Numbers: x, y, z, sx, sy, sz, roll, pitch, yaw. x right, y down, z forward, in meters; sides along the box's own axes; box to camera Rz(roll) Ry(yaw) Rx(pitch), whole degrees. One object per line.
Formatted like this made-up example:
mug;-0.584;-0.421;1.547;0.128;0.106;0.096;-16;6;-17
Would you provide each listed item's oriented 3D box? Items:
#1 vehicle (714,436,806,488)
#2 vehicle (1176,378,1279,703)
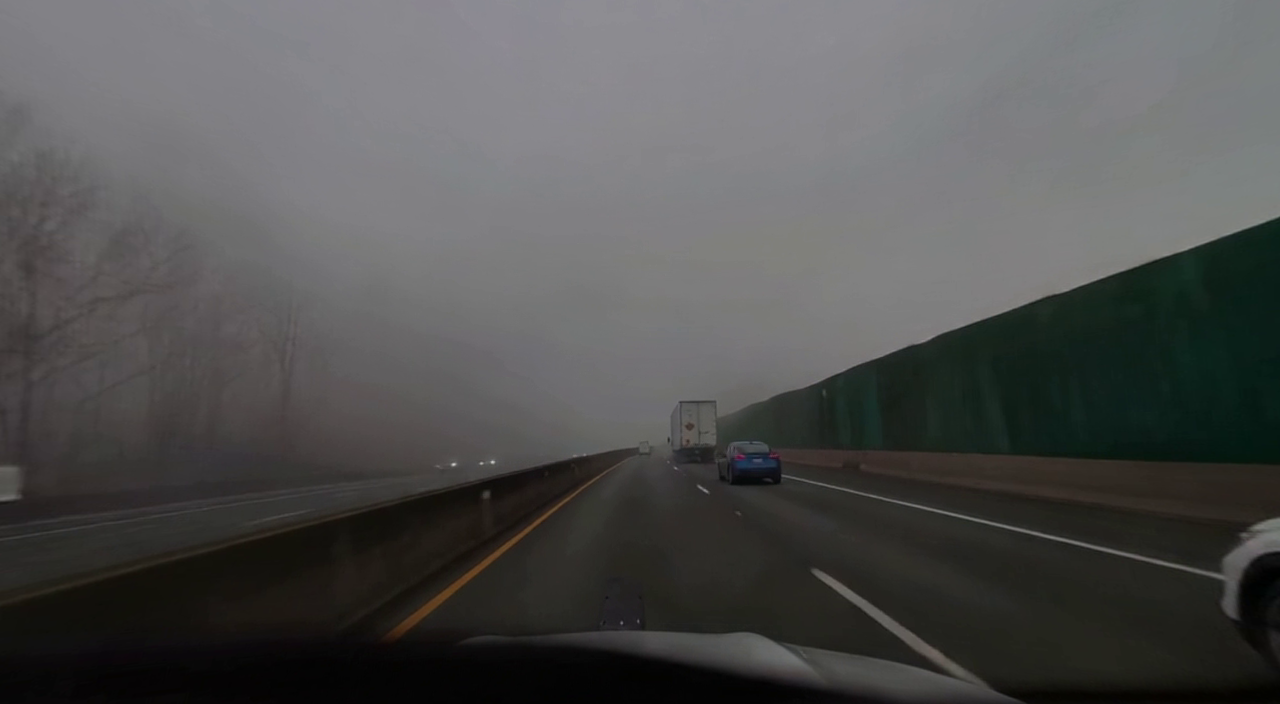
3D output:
vehicle;3.689;3.471;20.261;2.000;1.473;4.440;0;-8;-1
vehicle;3.996;0.687;1.430;1.940;1.539;4.005;0;-8;-1
